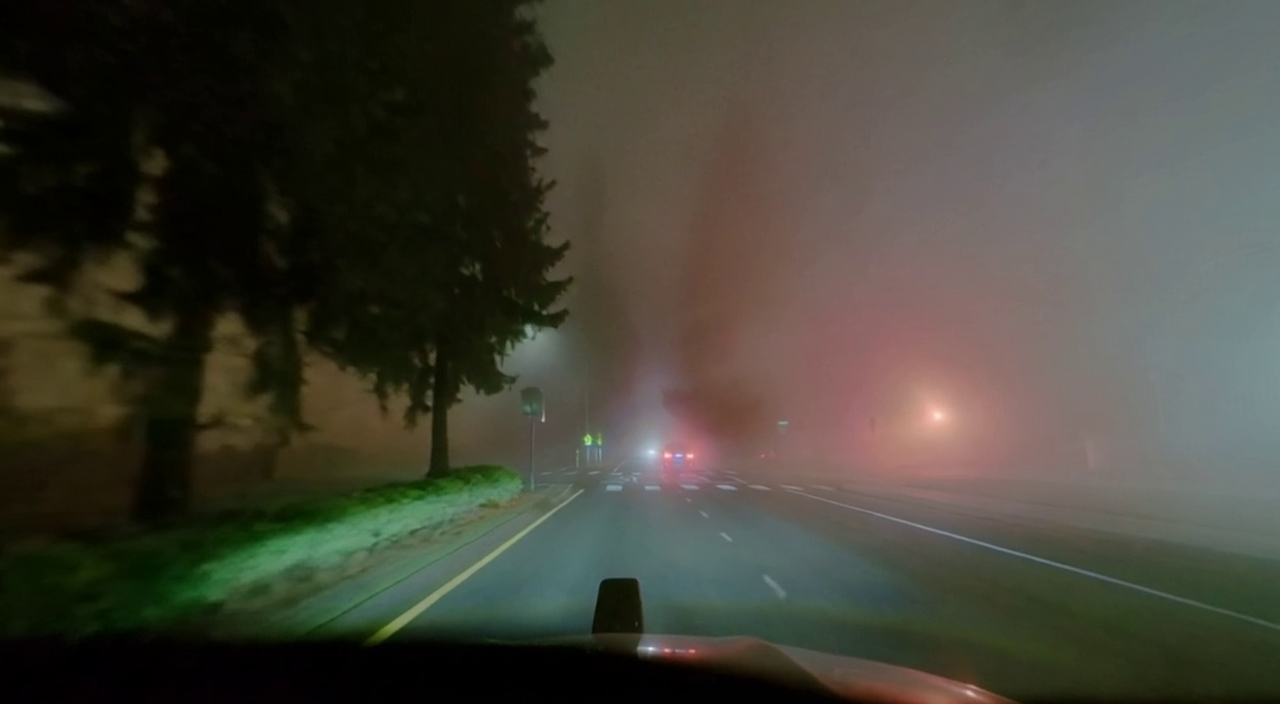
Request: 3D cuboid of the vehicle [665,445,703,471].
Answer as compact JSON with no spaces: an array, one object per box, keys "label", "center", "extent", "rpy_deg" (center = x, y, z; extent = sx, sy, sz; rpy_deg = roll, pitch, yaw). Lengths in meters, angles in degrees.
[{"label":"vehicle","center":[2.802,6.831,40.724],"extent":[2.044,1.537,4.528],"rpy_deg":[0,-9,-1]}]
